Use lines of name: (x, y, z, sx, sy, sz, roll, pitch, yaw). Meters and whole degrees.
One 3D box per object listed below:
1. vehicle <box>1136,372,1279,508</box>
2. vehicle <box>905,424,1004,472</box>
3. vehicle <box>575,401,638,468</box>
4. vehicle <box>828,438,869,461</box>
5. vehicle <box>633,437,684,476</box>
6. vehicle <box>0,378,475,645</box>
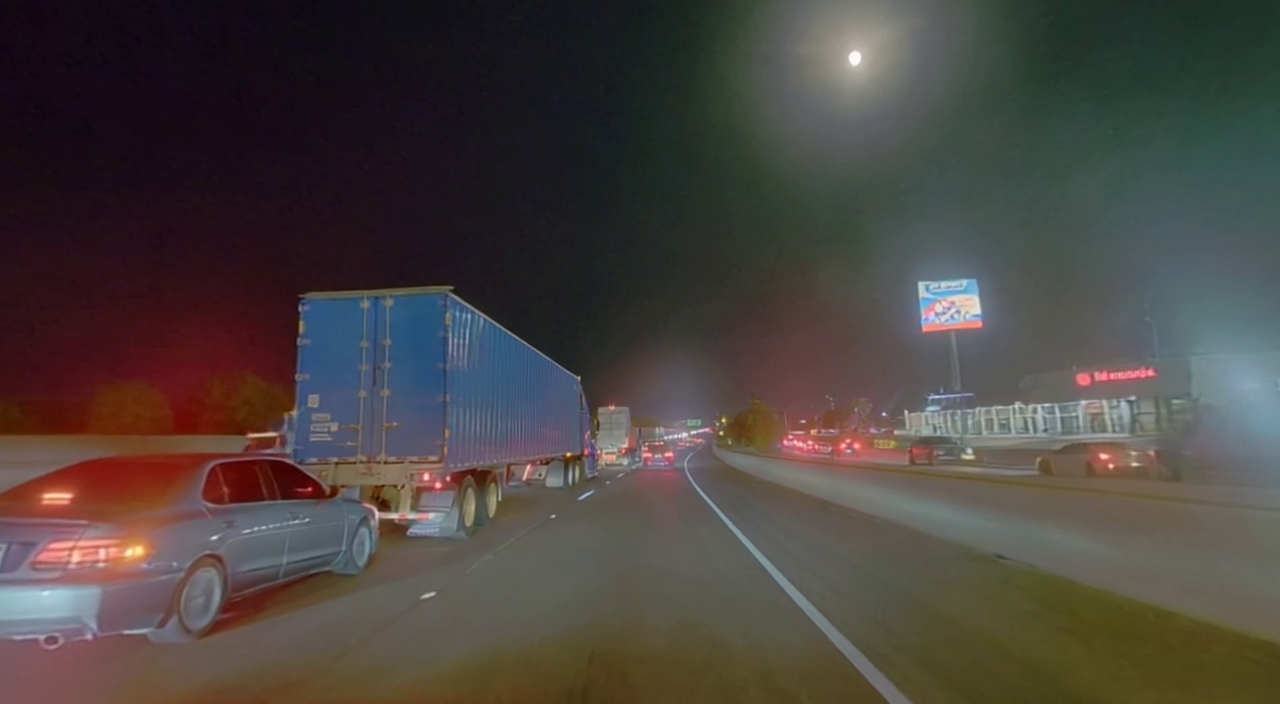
vehicle: (13.746, 1.696, 12.139, 2.679, 2.597, 7.126, -1, -9, 2)
vehicle: (14.905, 4.617, 30.300, 2.186, 2.074, 5.586, -1, -9, 4)
vehicle: (-1.955, 5.535, 41.562, 3.073, 3.894, 9.782, -1, -9, 3)
vehicle: (16.194, 7.607, 49.116, 2.022, 1.675, 4.792, -1, -9, 6)
vehicle: (0.864, 4.785, 29.024, 2.178, 1.640, 4.071, -1, -9, 3)
vehicle: (-3.489, 1.309, 6.018, 2.896, 1.779, 3.441, 0, -8, -1)
